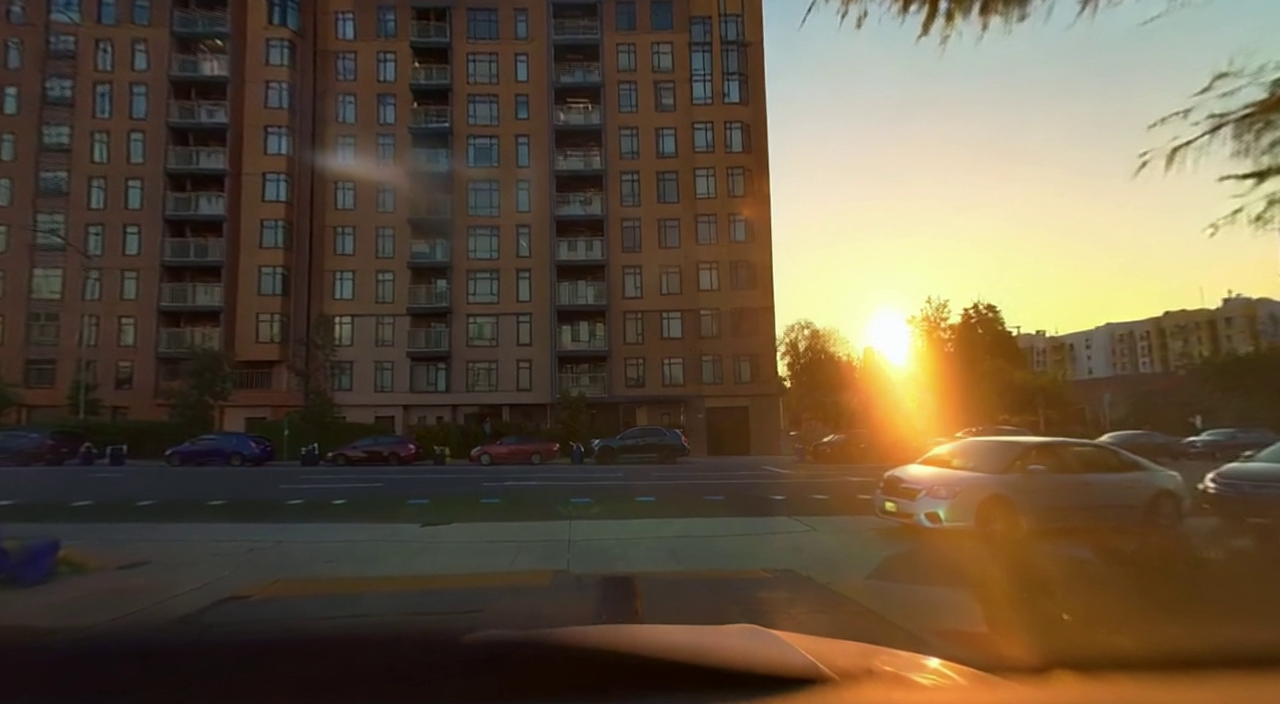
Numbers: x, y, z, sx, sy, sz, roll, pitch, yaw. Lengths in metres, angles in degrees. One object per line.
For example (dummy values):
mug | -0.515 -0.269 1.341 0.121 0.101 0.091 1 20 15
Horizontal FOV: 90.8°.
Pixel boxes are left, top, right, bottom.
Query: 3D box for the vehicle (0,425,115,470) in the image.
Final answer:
vehicle | -25.805 3.978 26.455 5.593 1.781 2.163 0 -8 -3

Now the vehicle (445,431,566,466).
vehicle | -5.686 4.166 27.226 4.851 1.339 1.785 -1 -10 -2

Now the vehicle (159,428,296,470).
vehicle | -17.443 4.094 26.883 4.426 1.641 1.889 0 -8 -4

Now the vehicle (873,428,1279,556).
vehicle | 5.936 1.817 8.647 4.714 1.471 1.978 -1 -6 2

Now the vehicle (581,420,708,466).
vehicle | 0.138 3.953 27.400 5.299 1.860 2.098 0 -9 -4

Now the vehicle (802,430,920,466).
vehicle | 9.568 4.156 27.557 4.521 1.411 1.726 0 -6 -3

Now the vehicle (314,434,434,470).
vehicle | -11.305 4.257 27.117 4.336 1.438 1.776 0 -7 -3
